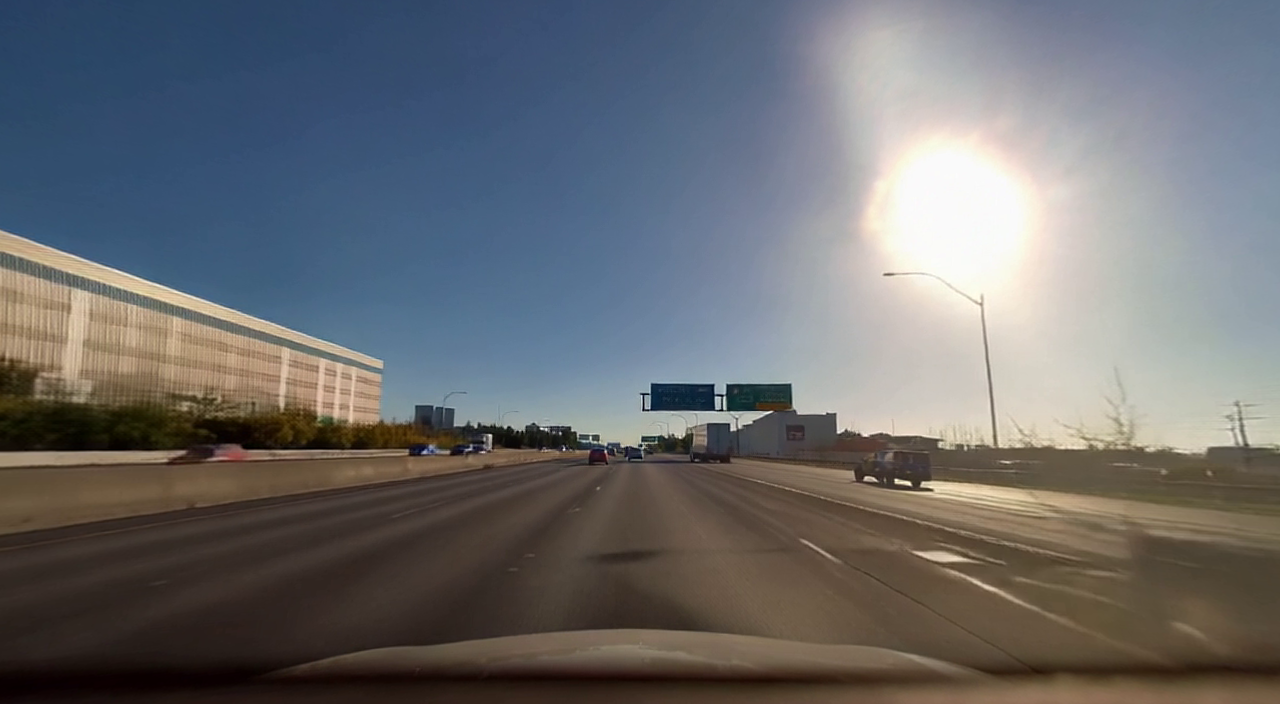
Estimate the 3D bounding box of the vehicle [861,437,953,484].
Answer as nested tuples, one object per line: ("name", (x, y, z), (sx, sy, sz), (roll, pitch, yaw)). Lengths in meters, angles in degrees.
("vehicle", (14.330, 5.877, 34.307), (2.411, 2.326, 5.300), (0, -9, -3))
